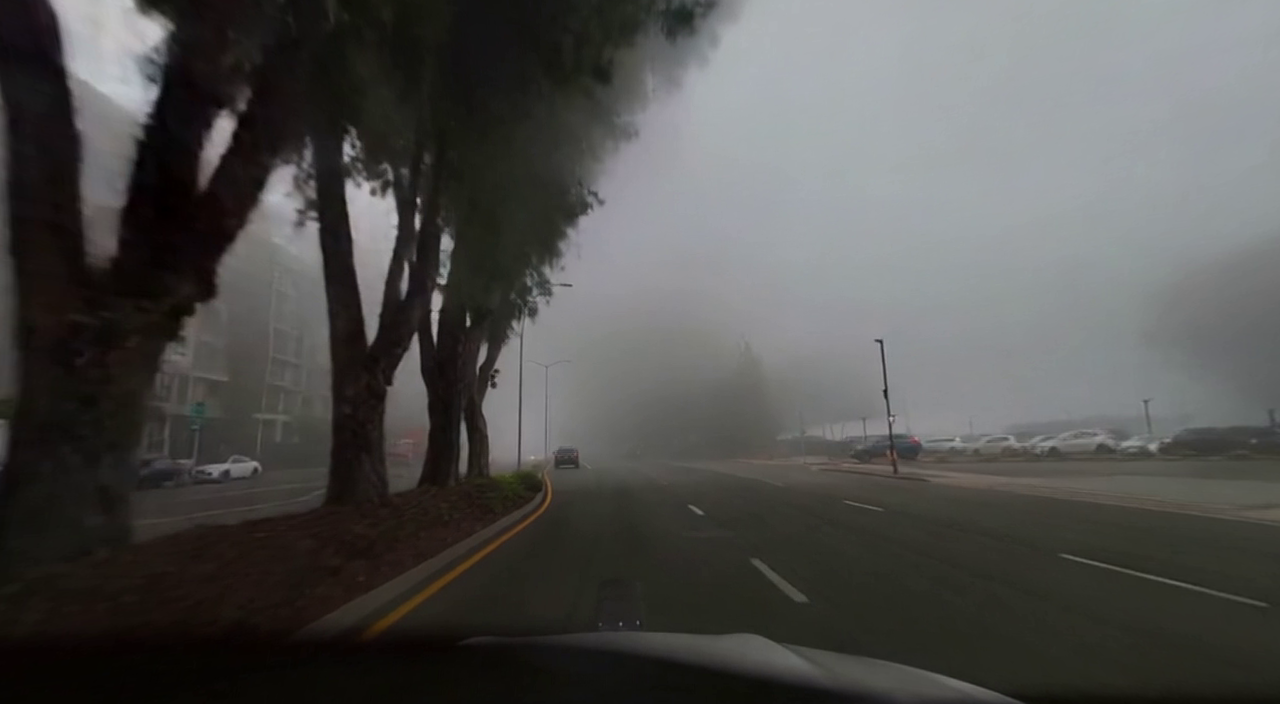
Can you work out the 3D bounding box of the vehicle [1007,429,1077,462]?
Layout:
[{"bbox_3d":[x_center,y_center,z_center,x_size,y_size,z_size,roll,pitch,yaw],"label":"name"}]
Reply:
[{"bbox_3d":[21.735,5.042,34.057,2.218,1.617,4.783,-8,-11,43],"label":"vehicle"}]

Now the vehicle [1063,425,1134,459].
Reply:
[{"bbox_3d":[23.669,4.652,32.525,2.219,1.587,5.047,-8,-12,42],"label":"vehicle"}]

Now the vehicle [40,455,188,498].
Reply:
[{"bbox_3d":[-20.845,4.933,25.402,1.924,1.476,4.957,0,-9,-4],"label":"vehicle"}]

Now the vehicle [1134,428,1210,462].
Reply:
[{"bbox_3d":[26.232,4.566,31.104,4.202,1.577,2.080,7,-11,-40],"label":"vehicle"}]

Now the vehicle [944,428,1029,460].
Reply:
[{"bbox_3d":[21.451,5.739,39.363,4.218,1.780,2.331,-1,-10,18],"label":"vehicle"}]

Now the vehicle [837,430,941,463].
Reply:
[{"bbox_3d":[15.857,6.102,40.694,5.829,1.995,2.659,-2,-9,14],"label":"vehicle"}]

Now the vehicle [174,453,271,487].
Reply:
[{"bbox_3d":[-21.553,6.071,32.882,2.155,1.542,4.584,1,-9,-5],"label":"vehicle"}]

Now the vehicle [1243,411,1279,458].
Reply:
[{"bbox_3d":[36.767,4.808,36.462,5.151,2.514,2.332,10,-13,-43],"label":"vehicle"}]
